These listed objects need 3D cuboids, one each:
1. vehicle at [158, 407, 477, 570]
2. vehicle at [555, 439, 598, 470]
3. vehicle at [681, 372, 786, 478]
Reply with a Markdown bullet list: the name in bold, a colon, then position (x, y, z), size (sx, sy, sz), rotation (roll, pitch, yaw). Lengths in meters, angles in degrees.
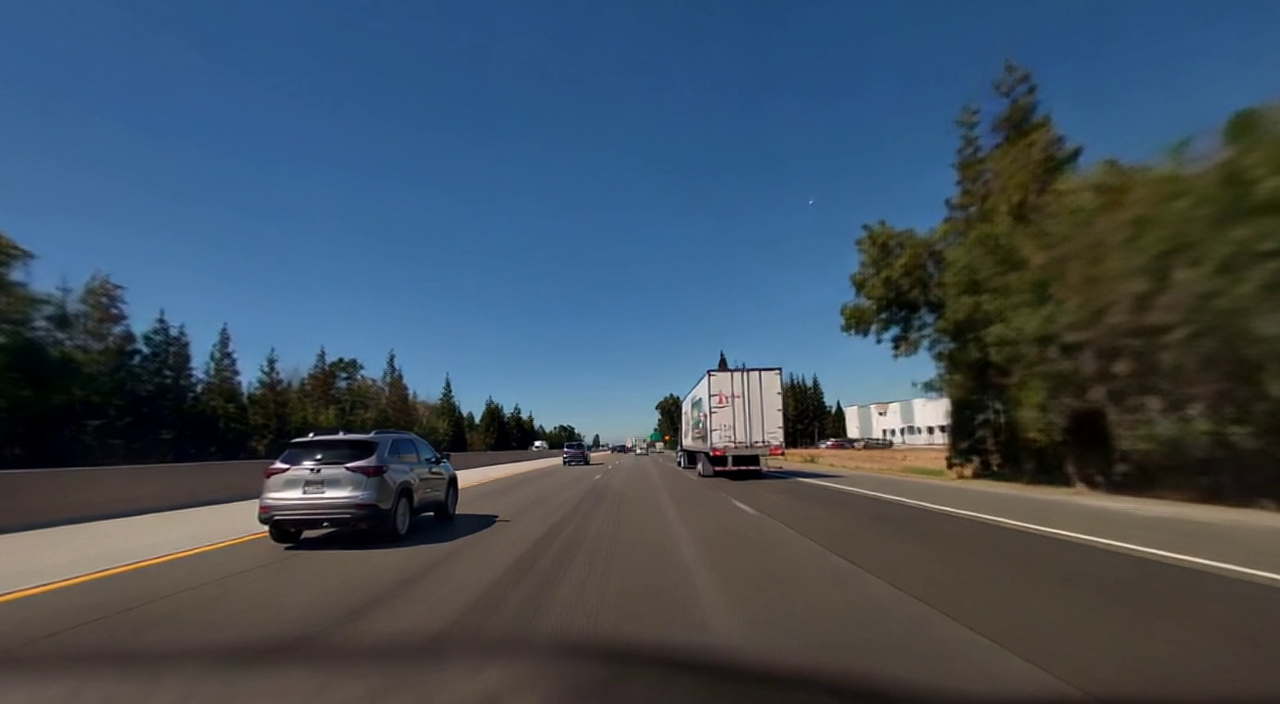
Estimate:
- **vehicle**: position (-4.128, 1.841, 9.239), size (2.202, 1.760, 4.617), rotation (0, -9, 0)
- **vehicle**: position (-3.689, 6.088, 37.352), size (2.139, 1.716, 4.530), rotation (0, -9, 0)
- **vehicle**: position (4.167, 3.963, 32.128), size (2.998, 4.236, 13.886), rotation (0, -9, -1)
